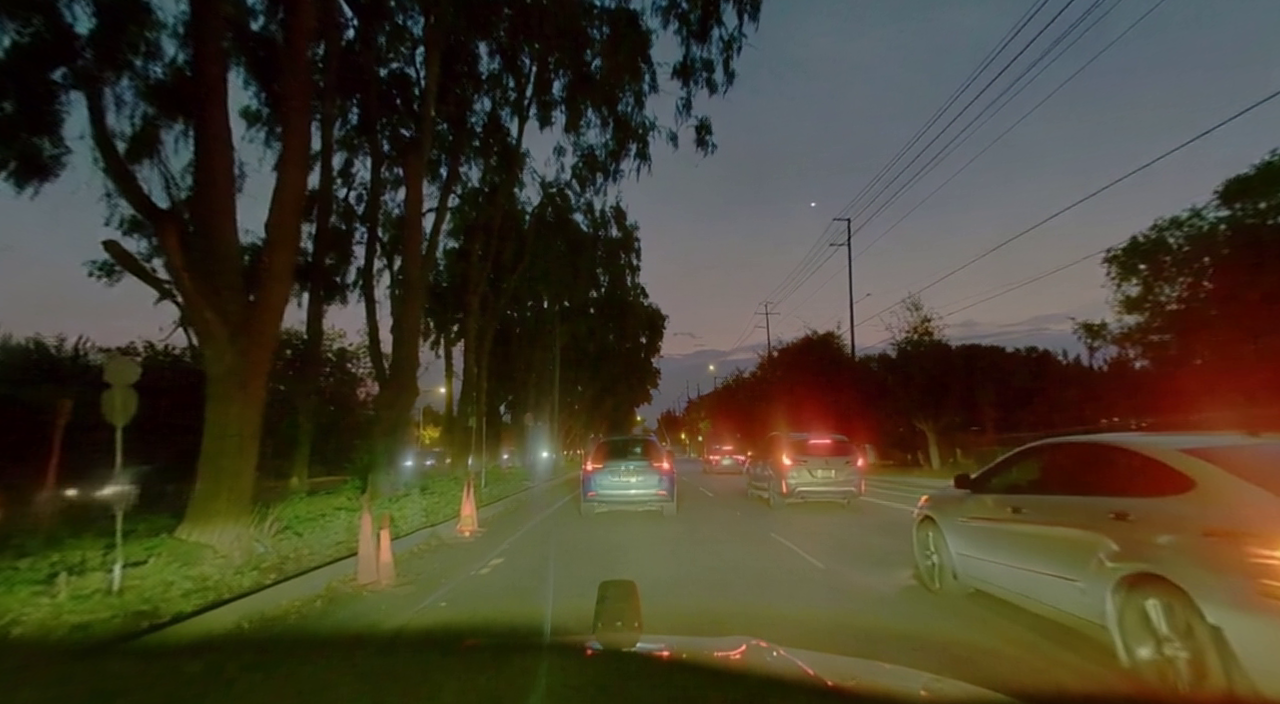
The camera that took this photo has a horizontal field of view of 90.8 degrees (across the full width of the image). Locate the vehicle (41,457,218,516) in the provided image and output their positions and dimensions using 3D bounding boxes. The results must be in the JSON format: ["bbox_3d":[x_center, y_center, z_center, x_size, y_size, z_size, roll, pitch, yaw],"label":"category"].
[{"bbox_3d":[-16.494,4.316,20.832,1.922,1.588,4.682,-1,-8,0],"label":"vehicle"}]

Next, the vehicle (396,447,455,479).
[{"bbox_3d":[-12.658,6.544,37.572,1.911,1.693,4.452,-1,-8,0],"label":"vehicle"}]

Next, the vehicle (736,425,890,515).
[{"bbox_3d":[3.757,2.656,14.753,2.116,1.726,4.672,0,-8,-2],"label":"vehicle"}]

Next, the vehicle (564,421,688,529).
[{"bbox_3d":[-0.275,2.332,12.525,2.050,1.745,3.915,0,-8,-1],"label":"vehicle"}]

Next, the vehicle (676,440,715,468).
[{"bbox_3d":[3.694,6.896,42.910,2.175,1.788,4.271,0,-8,-2],"label":"vehicle"}]

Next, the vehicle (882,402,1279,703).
[{"bbox_3d":[3.393,1.130,3.860,1.977,1.460,4.565,0,-8,0],"label":"vehicle"}]
